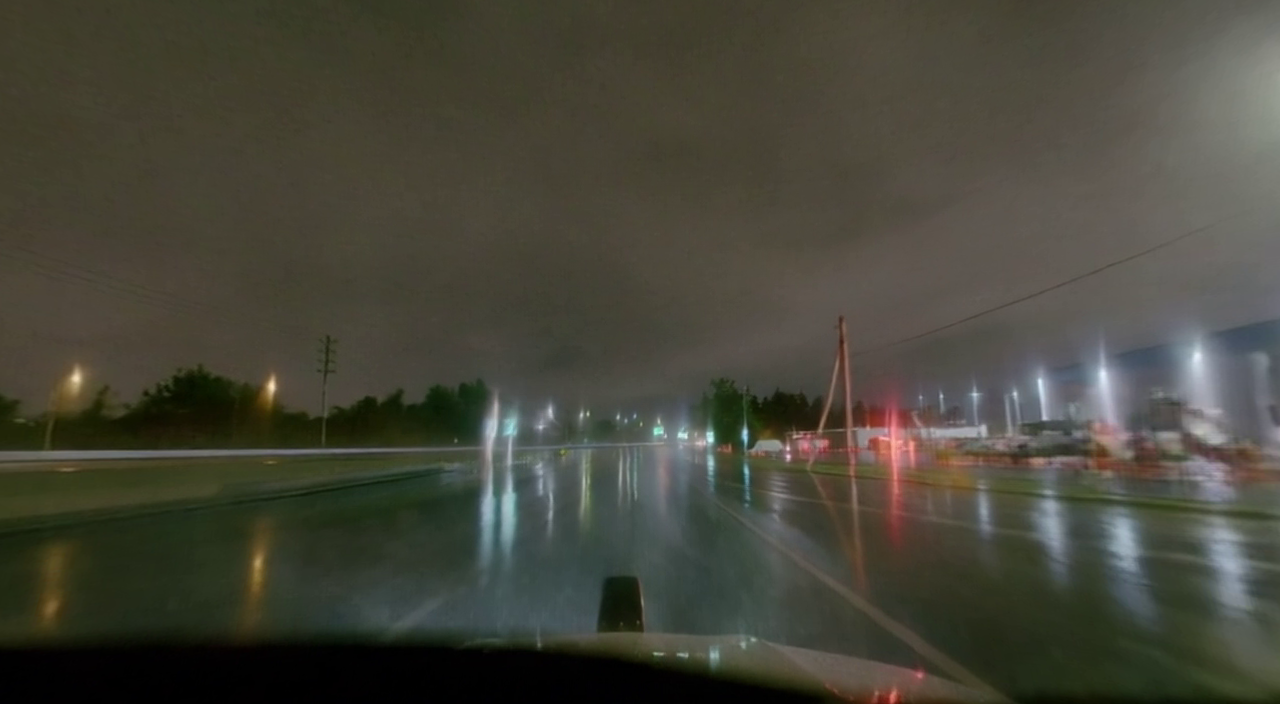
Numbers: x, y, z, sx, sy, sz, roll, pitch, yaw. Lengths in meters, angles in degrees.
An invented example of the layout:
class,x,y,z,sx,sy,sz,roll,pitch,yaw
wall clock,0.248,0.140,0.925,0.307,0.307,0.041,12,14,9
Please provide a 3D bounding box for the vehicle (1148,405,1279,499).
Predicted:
class,x,y,z,sx,sy,sz,roll,pitch,yaw
vehicle,23.188,3.511,22.547,2.894,3.176,7.895,-2,-8,-4
